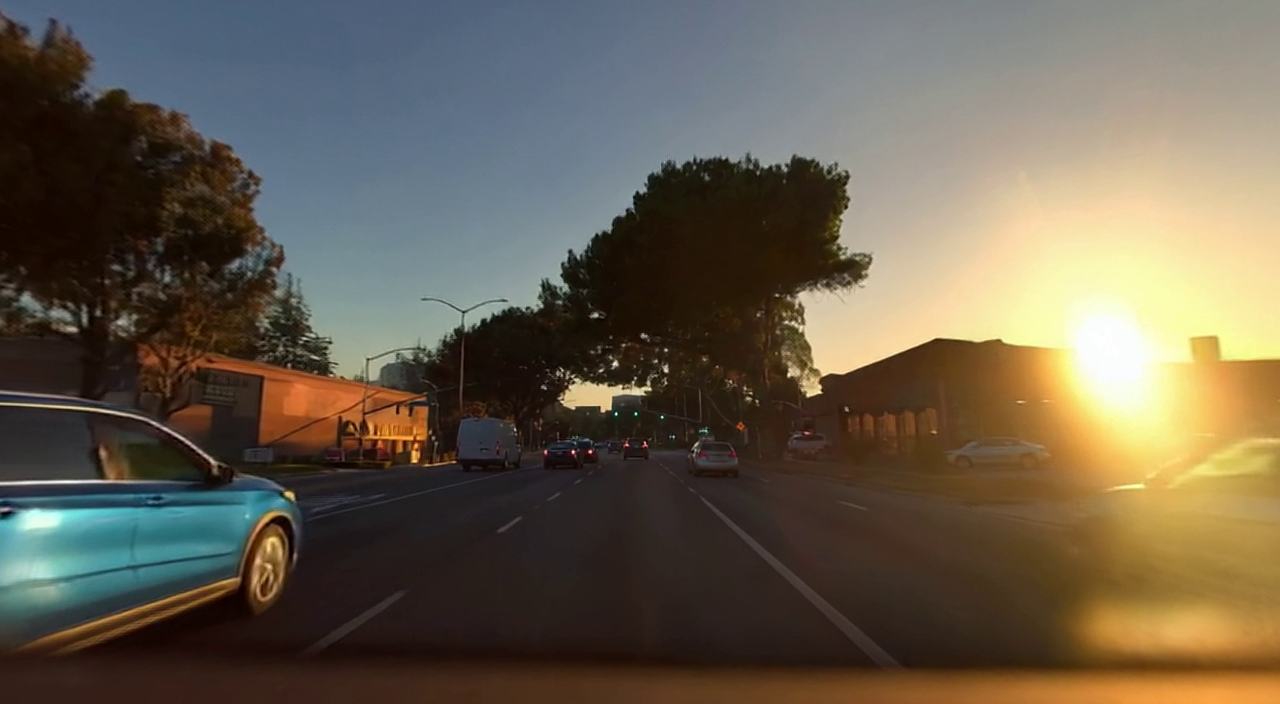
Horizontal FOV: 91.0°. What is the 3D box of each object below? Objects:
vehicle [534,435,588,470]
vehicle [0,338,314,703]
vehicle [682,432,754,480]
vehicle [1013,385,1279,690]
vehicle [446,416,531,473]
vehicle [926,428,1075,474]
[{"bbox_3d":[-4.031,5.265,33.059,2.133,1.677,4.727,0,-9,1],"label":"vehicle"},{"bbox_3d":[-3.927,0.903,3.408,2.038,1.748,4.303,0,-9,-1],"label":"vehicle"},{"bbox_3d":[3.074,4.250,25.941,2.167,1.792,4.835,1,-9,-2],"label":"vehicle"},{"bbox_3d":[4.573,1.067,3.730,2.080,1.661,4.324,0,-9,1],"label":"vehicle"},{"bbox_3d":[-7.609,4.799,32.624,2.863,2.592,6.410,0,-9,-1],"label":"vehicle"},{"bbox_3d":[14.426,3.993,25.407,4.626,1.562,2.159,-2,-8,-3],"label":"vehicle"}]
